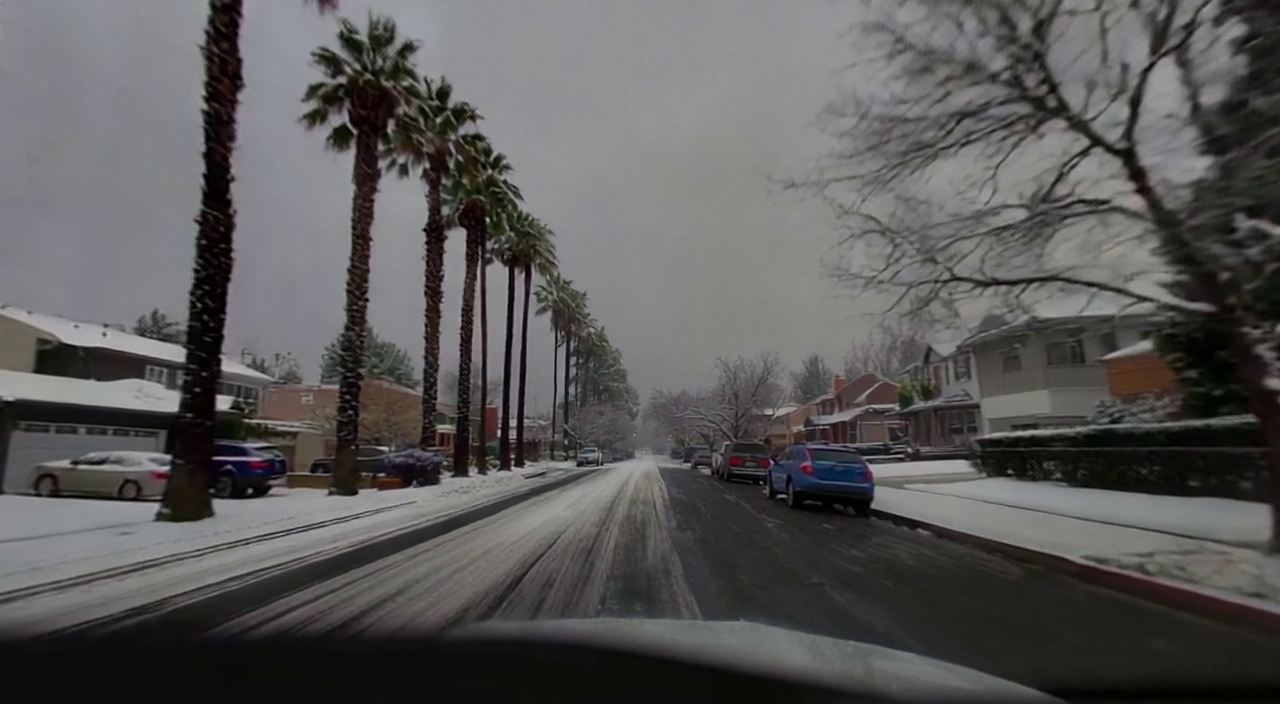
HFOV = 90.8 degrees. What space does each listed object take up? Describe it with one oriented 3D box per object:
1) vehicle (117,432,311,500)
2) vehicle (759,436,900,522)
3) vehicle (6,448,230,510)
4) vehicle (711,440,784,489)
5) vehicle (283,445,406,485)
[{"bbox_3d":[-13.309,3.564,19.983,4.576,1.977,2.153,0,-9,3],"label":"vehicle"},{"bbox_3d":[4.340,2.968,15.417,1.971,1.663,5.076,2,-9,1],"label":"vehicle"},{"bbox_3d":[-13.457,3.262,16.474,4.250,1.469,1.817,0,-9,3],"label":"vehicle"},{"bbox_3d":[4.218,4.524,25.715,2.166,1.766,5.186,0,-9,1],"label":"vehicle"},{"bbox_3d":[-13.059,5.014,28.124,4.448,1.679,1.972,0,-9,2],"label":"vehicle"}]
